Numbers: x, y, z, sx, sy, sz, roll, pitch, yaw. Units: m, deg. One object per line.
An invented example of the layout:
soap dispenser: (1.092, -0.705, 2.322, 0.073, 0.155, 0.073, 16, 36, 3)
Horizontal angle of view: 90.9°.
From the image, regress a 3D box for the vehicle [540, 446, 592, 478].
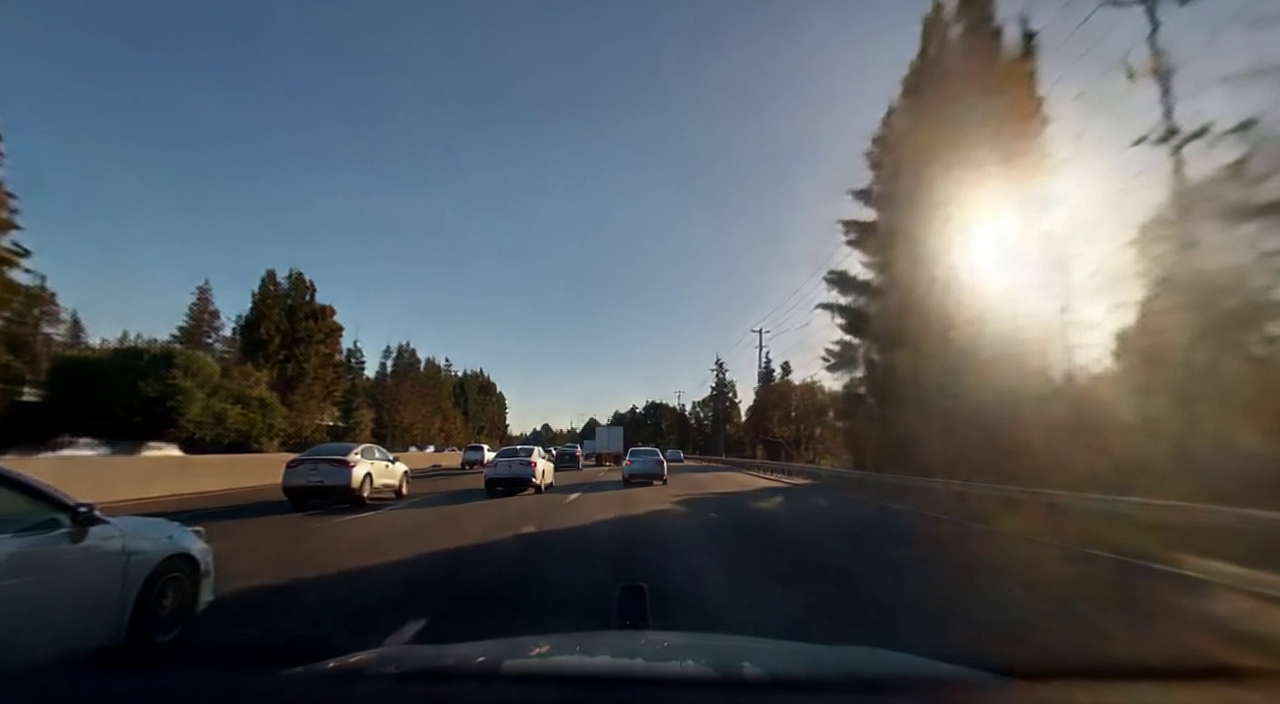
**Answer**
vehicle: (-3.480, 5.256, 30.339, 2.013, 1.437, 3.801, 0, -9, 0)

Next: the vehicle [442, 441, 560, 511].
vehicle: (-3.215, 2.948, 15.495, 1.912, 1.464, 4.115, 0, -9, 1)

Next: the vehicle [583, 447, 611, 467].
vehicle: (-3.146, 7.726, 46.515, 1.840, 1.439, 3.687, 0, -9, 0)

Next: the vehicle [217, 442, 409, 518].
vehicle: (-7.111, 2.797, 14.392, 1.867, 1.445, 4.499, 0, -9, 1)

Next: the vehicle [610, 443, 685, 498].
vehicle: (0.172, 3.548, 19.367, 2.018, 1.470, 4.491, 0, -9, -1)

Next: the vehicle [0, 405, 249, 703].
vehicle: (-3.690, 0.905, 2.148, 1.883, 1.500, 4.373, 0, -9, 0)
